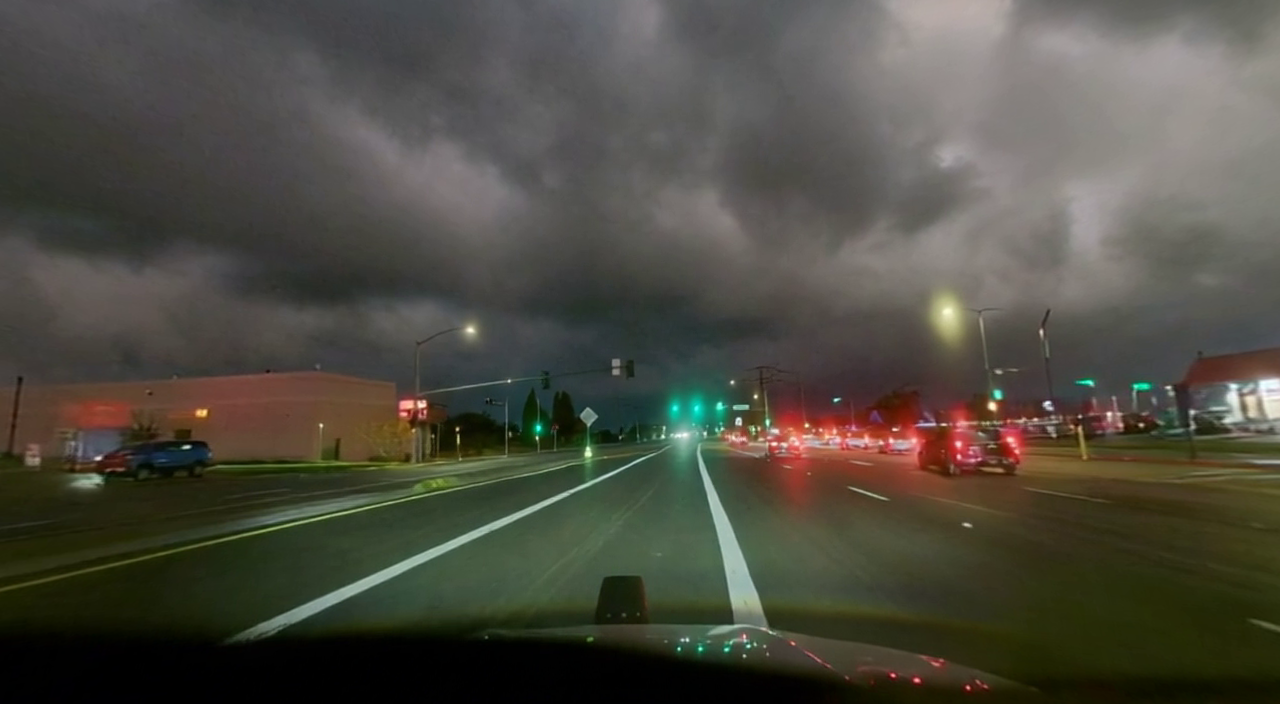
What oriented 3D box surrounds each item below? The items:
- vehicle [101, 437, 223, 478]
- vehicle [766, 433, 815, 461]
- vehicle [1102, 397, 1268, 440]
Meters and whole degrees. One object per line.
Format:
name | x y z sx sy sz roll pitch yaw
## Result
vehicle | -27.756 6.113 36.939 2.298 2.186 5.973 0 -8 2
vehicle | 8.677 5.517 36.729 2.038 1.528 4.259 -1 -8 4
vehicle | 30.391 3.763 35.375 6.608 2.249 2.726 -1 -8 3
